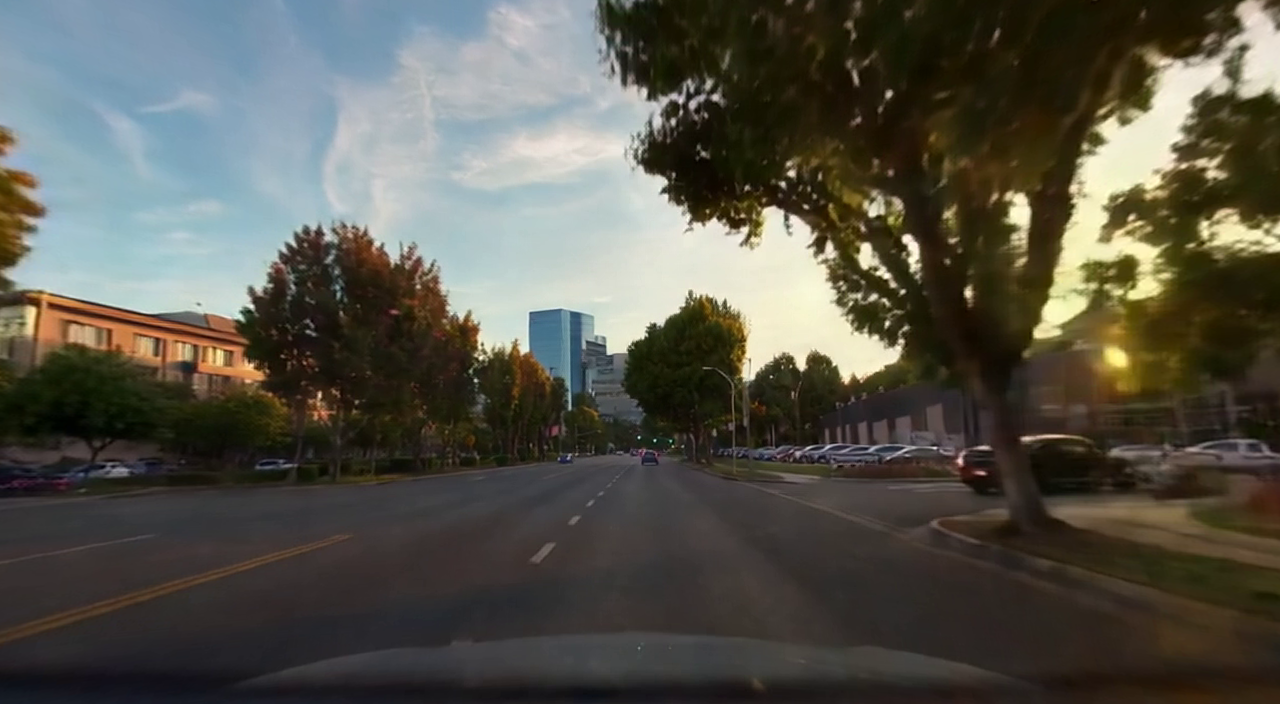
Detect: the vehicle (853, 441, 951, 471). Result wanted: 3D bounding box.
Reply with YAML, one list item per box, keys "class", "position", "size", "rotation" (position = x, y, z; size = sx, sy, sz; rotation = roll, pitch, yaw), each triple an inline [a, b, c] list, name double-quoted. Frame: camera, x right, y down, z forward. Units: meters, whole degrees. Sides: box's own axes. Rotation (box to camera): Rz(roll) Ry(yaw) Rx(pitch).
- class: "vehicle"
  position: [15.172, 6.044, 36.634]
  size: [4.854, 1.649, 1.886]
  rotation: [1, -9, -1]

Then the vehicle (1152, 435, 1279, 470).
- class: "vehicle"
  position: [29.535, 5.150, 32.561]
  size: [2.070, 1.665, 4.807]
  rotation: [0, -9, -1]

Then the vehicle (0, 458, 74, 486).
- class: "vehicle"
  position: [-38.515, 7.460, 39.059]
  size: [4.916, 1.542, 1.934]
  rotation: [-2, -8, -2]

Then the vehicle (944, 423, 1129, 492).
- class: "vehicle"
  position: [12.501, 3.287, 20.005]
  size: [4.655, 1.828, 2.223]
  rotation: [0, -8, -14]

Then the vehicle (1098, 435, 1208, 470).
- class: "vehicle"
  position: [26.787, 5.268, 33.138]
  size: [1.968, 1.655, 4.455]
  rotation: [0, -9, -1]

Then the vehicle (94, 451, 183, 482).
- class: "vehicle"
  position: [-38.143, 8.683, 48.029]
  size: [4.529, 2.241, 2.471]
  rotation: [-1, -9, 0]
